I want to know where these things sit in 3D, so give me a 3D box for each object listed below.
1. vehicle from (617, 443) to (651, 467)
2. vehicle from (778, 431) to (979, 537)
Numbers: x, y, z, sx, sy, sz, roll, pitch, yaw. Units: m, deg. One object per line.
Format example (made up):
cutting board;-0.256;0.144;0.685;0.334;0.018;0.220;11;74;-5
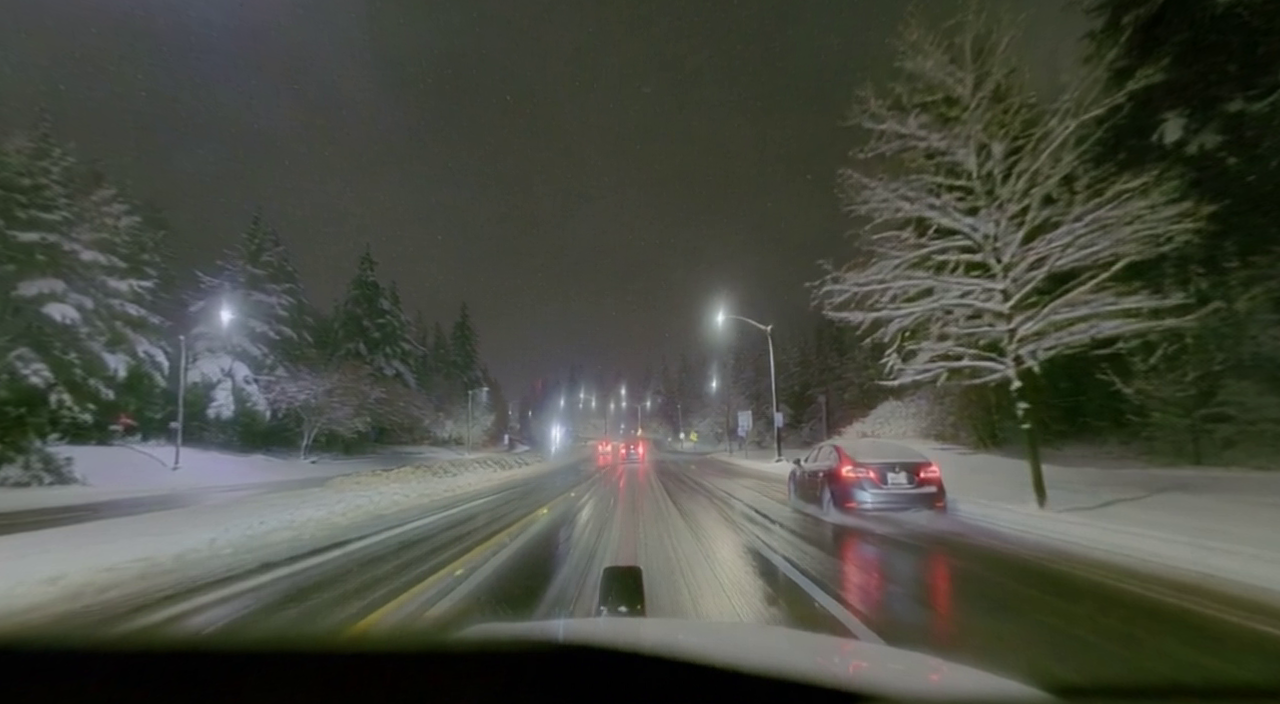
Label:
vehicle;-0.361;7.102;43.316;2.095;1.548;4.264;-1;-9;2
vehicle;3.971;2.267;11.390;1.913;1.516;4.322;0;-9;0
